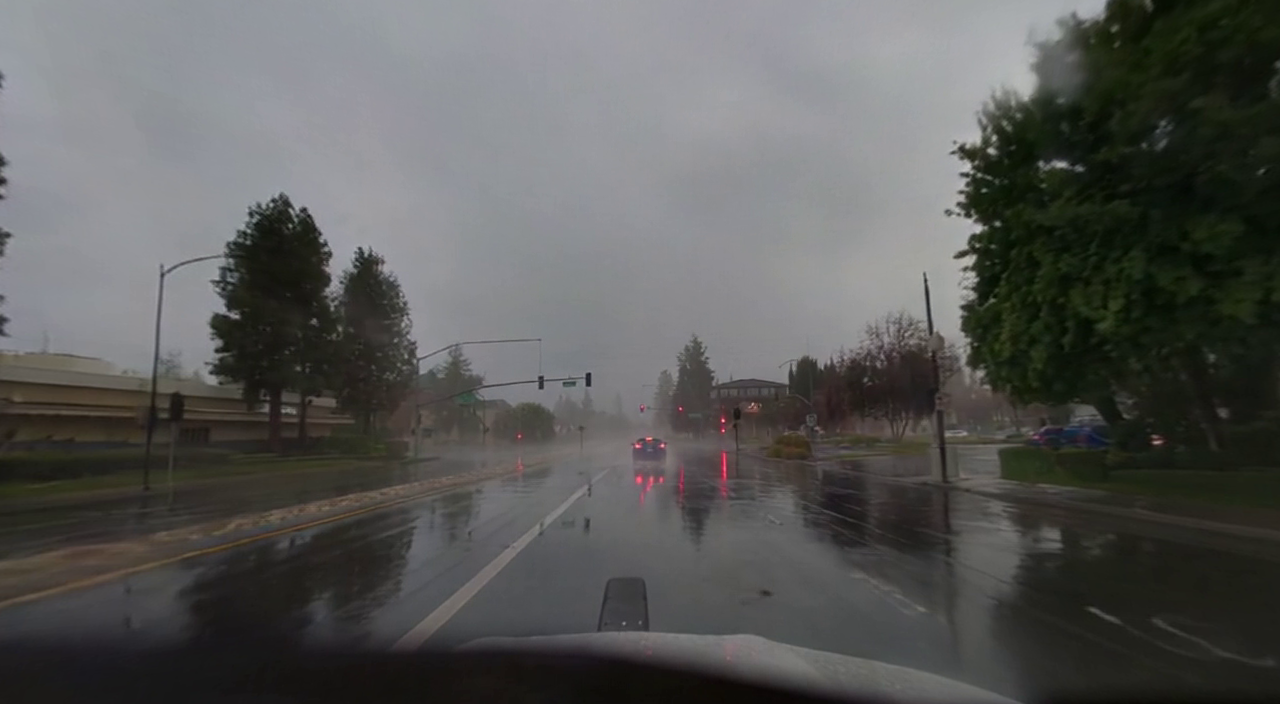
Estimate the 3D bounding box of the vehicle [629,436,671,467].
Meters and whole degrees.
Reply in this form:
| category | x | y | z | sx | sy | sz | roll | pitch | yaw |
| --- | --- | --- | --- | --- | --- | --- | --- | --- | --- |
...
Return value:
| category | x | y | z | sx | sy | sz | roll | pitch | yaw |
| --- | --- | --- | --- | --- | --- | --- | --- | --- | --- |
| vehicle | 0.431 | 5.141 | 32.797 | 2.028 | 1.478 | 4.545 | 0 | -8 | -1 |

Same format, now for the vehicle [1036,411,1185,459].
| category | x | y | z | sx | sy | sz | roll | pitch | yaw |
| --- | --- | --- | --- | --- | --- | --- | --- | --- | --- |
| vehicle | 23.497 | 4.271 | 32.044 | 2.647 | 2.185 | 6.556 | -1 | -8 | 2 |
